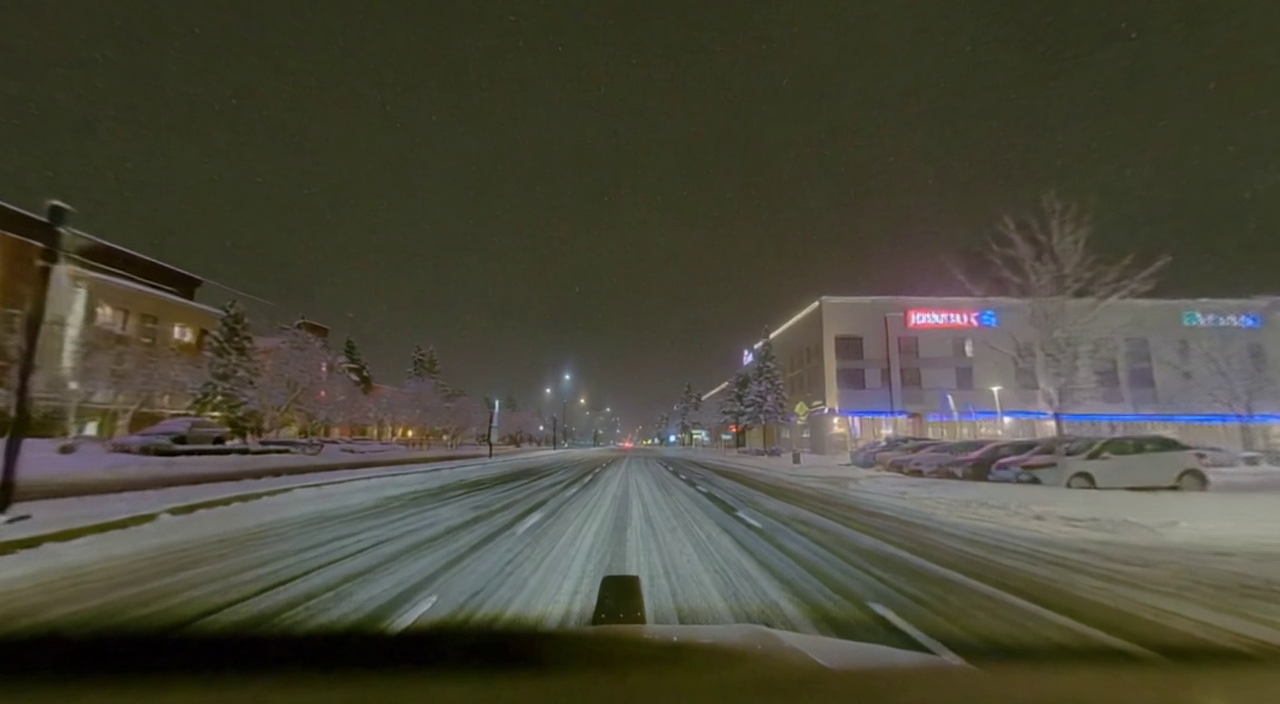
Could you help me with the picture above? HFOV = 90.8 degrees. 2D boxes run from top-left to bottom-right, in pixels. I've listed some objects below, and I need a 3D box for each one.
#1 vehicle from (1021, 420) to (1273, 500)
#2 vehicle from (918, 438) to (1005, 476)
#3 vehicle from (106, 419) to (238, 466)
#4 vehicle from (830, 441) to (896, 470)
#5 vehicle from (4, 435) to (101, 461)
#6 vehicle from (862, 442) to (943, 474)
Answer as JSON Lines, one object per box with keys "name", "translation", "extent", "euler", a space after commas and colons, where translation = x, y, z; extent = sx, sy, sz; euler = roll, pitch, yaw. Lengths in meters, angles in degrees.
{"name": "vehicle", "translation": [14.872, 3.217, 19.229], "extent": [2.189, 1.951, 5.828], "euler": [0, -9, -9]}
{"name": "vehicle", "translation": [15.712, 5.128, 31.155], "extent": [1.893, 1.727, 4.285], "euler": [0, -8, -2]}
{"name": "vehicle", "translation": [-31.324, 6.065, 42.500], "extent": [6.892, 2.879, 2.222], "euler": [-1, -8, -3]}
{"name": "vehicle", "translation": [12.717, 5.948, 36.407], "extent": [1.928, 1.465, 4.874], "euler": [-2, -9, -1]}
{"name": "vehicle", "translation": [-42.204, 6.882, 45.466], "extent": [4.838, 1.781, 1.986], "euler": [1, -8, -3]}
{"name": "vehicle", "translation": [12.973, 5.242, 31.486], "extent": [1.865, 1.434, 4.373], "euler": [1, -8, -5]}
